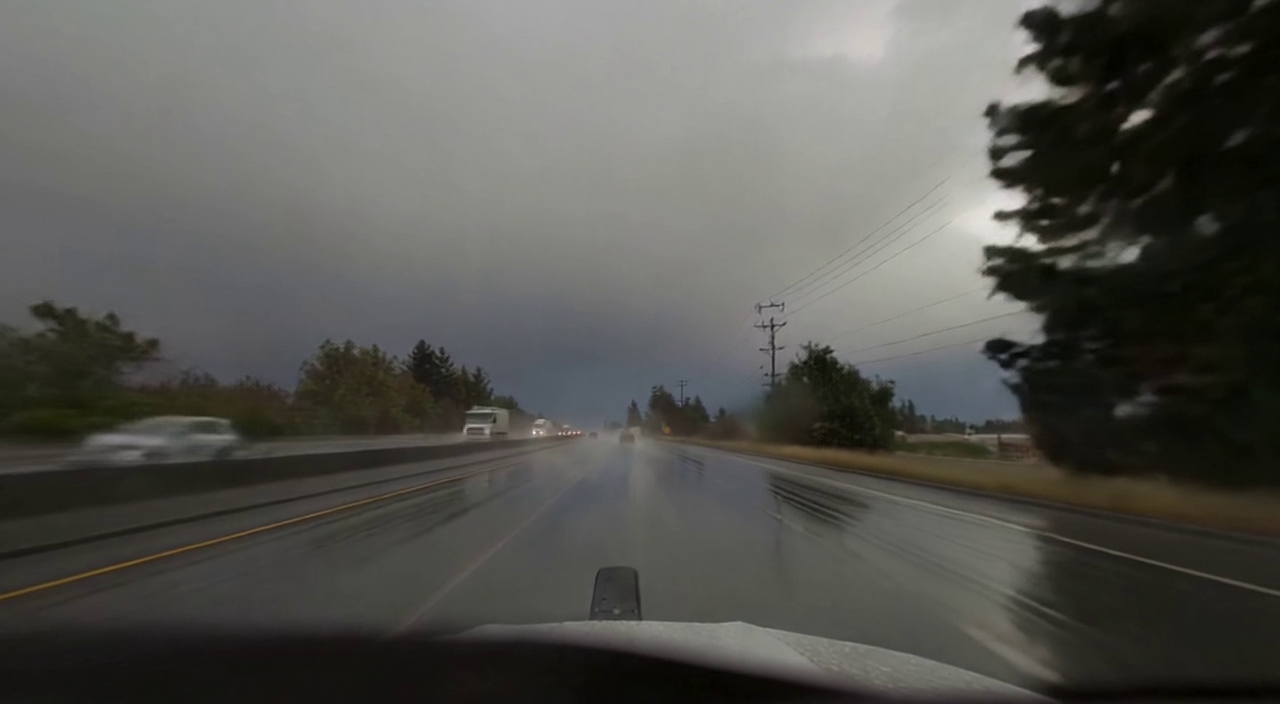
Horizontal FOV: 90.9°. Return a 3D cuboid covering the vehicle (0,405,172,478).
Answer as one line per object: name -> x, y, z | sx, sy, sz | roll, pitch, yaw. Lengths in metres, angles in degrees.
vehicle -> -13.226, 2.080, 14.749 | 1.838, 1.491, 3.446 | 0, -8, 0
